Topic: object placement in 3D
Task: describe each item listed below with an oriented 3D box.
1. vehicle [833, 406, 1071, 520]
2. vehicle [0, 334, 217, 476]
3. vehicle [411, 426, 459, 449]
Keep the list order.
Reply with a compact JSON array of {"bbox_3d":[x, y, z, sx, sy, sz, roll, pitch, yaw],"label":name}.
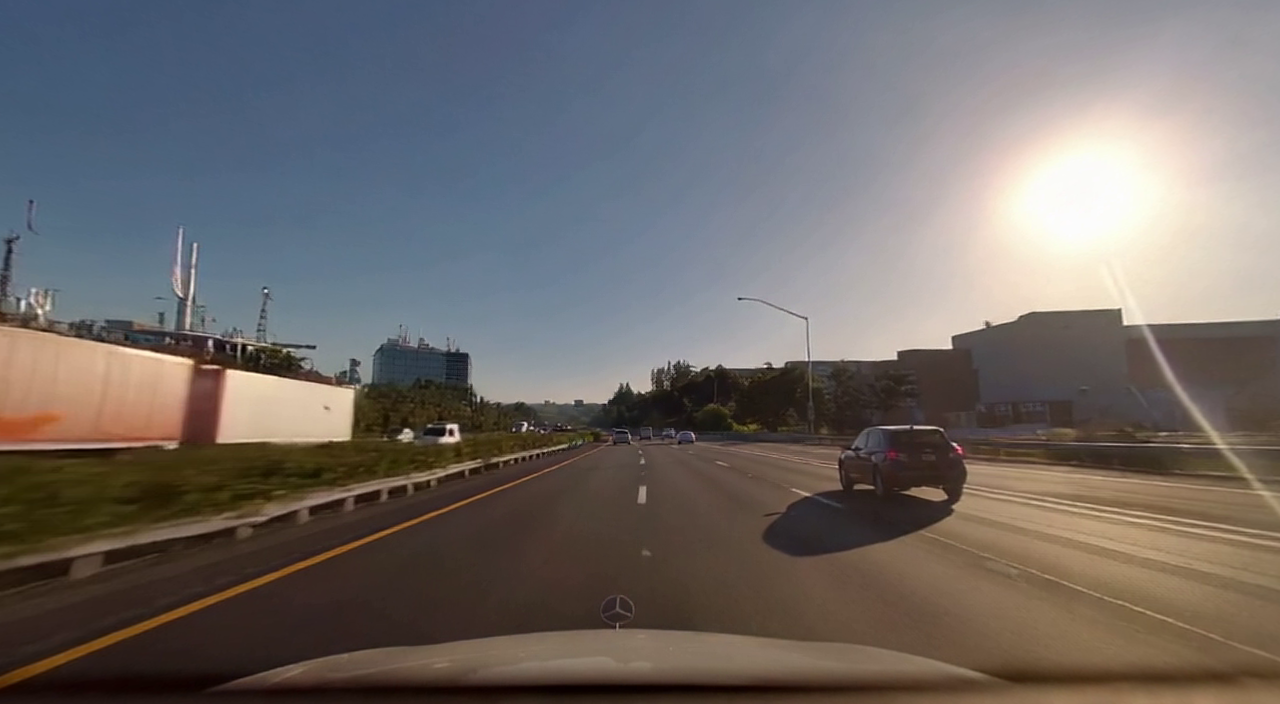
[{"bbox_3d":[5.146,1.884,11.225,2.022,1.637,4.229,0,-8,-1],"label":"vehicle"},{"bbox_3d":[-18.172,1.931,20.949,2.889,3.887,7.435,0,-8,0],"label":"vehicle"},{"bbox_3d":[-14.092,5.928,43.545,1.917,1.523,4.300,0,-8,0],"label":"vehicle"}]
